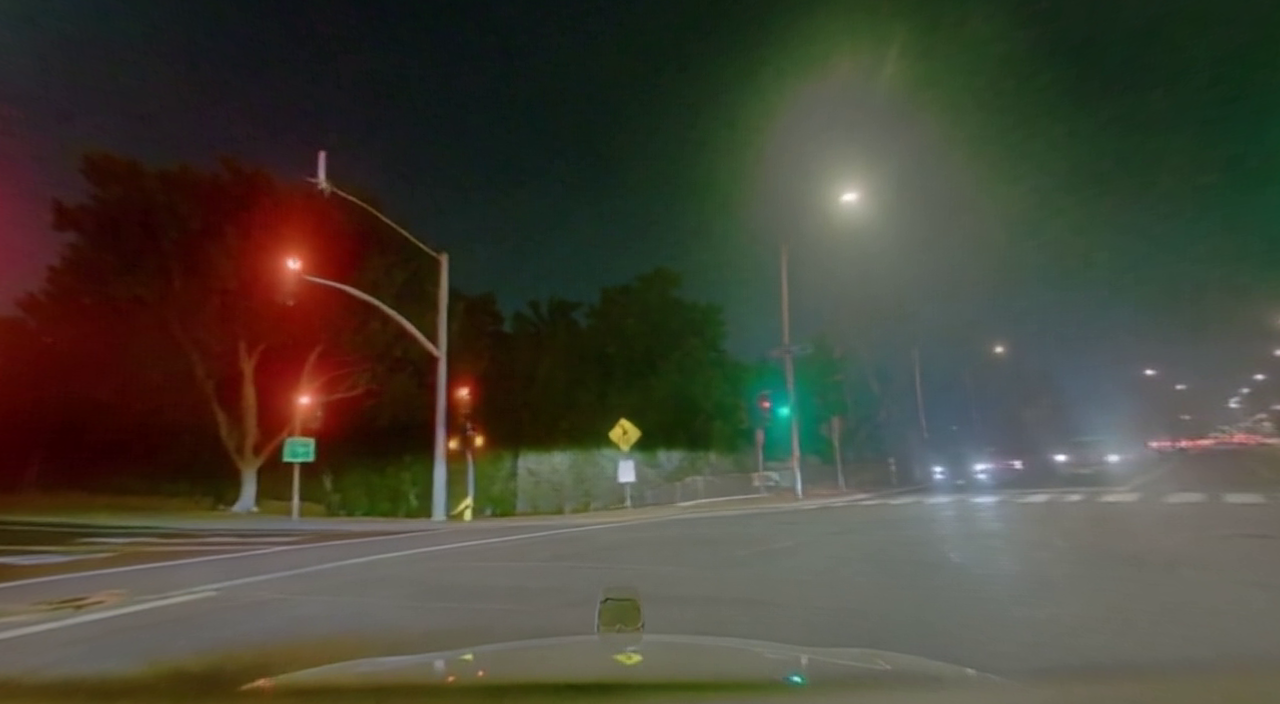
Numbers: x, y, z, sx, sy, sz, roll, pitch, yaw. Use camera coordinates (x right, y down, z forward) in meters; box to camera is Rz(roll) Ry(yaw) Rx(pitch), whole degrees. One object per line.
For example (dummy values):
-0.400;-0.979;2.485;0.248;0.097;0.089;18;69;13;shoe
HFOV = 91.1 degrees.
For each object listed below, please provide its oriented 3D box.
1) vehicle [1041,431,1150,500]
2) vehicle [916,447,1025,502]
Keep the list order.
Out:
13.179;3.225;18.052;2.090;1.697;4.341;-8;-12;39;vehicle
10.430;3.765;19.669;2.029;1.504;4.293;-8;-12;39;vehicle
